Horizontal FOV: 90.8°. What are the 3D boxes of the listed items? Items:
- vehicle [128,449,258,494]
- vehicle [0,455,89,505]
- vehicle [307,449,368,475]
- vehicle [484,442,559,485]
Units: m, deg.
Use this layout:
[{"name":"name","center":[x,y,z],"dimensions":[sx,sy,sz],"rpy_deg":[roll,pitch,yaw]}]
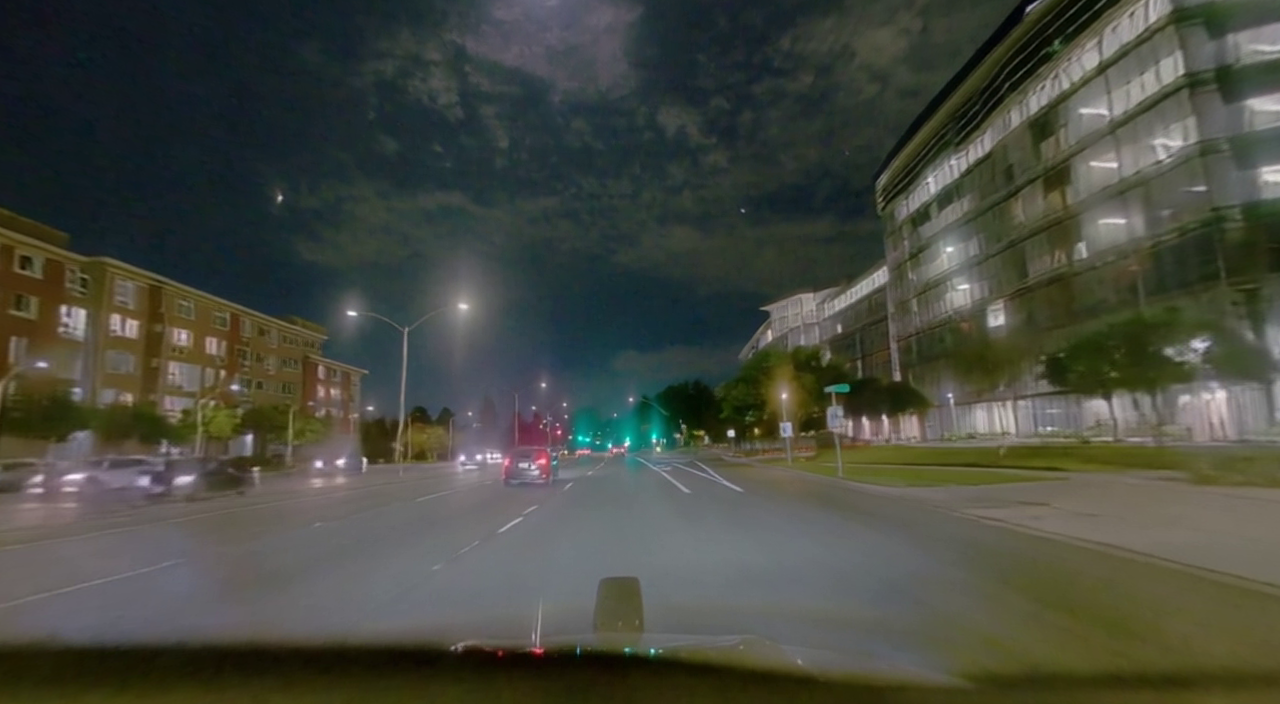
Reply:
[{"name":"vehicle","center":[-19.112,5.069,27.340],"dimensions":[2.121,1.682,4.696],"rpy_deg":[-1,-8,1]},{"name":"vehicle","center":[-22.931,4.632,22.917],"dimensions":[1.891,1.625,4.366],"rpy_deg":[-1,-8,1]},{"name":"vehicle","center":[-22.654,8.222,47.554],"dimensions":[2.201,1.782,4.675],"rpy_deg":[0,-8,1]},{"name":"vehicle","center":[-4.348,4.138,23.889],"dimensions":[2.025,1.474,4.292],"rpy_deg":[0,-8,0]}]
